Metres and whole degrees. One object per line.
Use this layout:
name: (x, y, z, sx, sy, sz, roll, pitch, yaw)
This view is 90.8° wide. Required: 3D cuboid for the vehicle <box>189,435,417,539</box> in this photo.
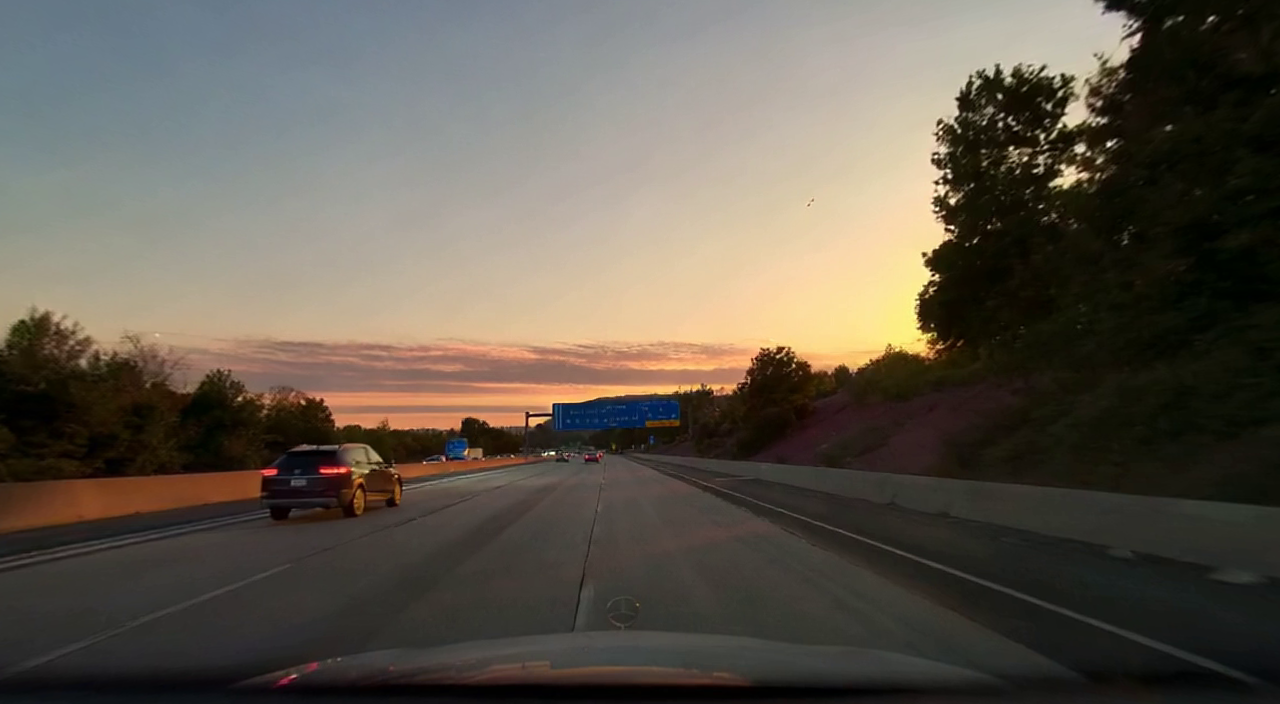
vehicle: (-6.064, 2.454, 12.108, 2.098, 1.606, 4.227, 0, -9, -2)
